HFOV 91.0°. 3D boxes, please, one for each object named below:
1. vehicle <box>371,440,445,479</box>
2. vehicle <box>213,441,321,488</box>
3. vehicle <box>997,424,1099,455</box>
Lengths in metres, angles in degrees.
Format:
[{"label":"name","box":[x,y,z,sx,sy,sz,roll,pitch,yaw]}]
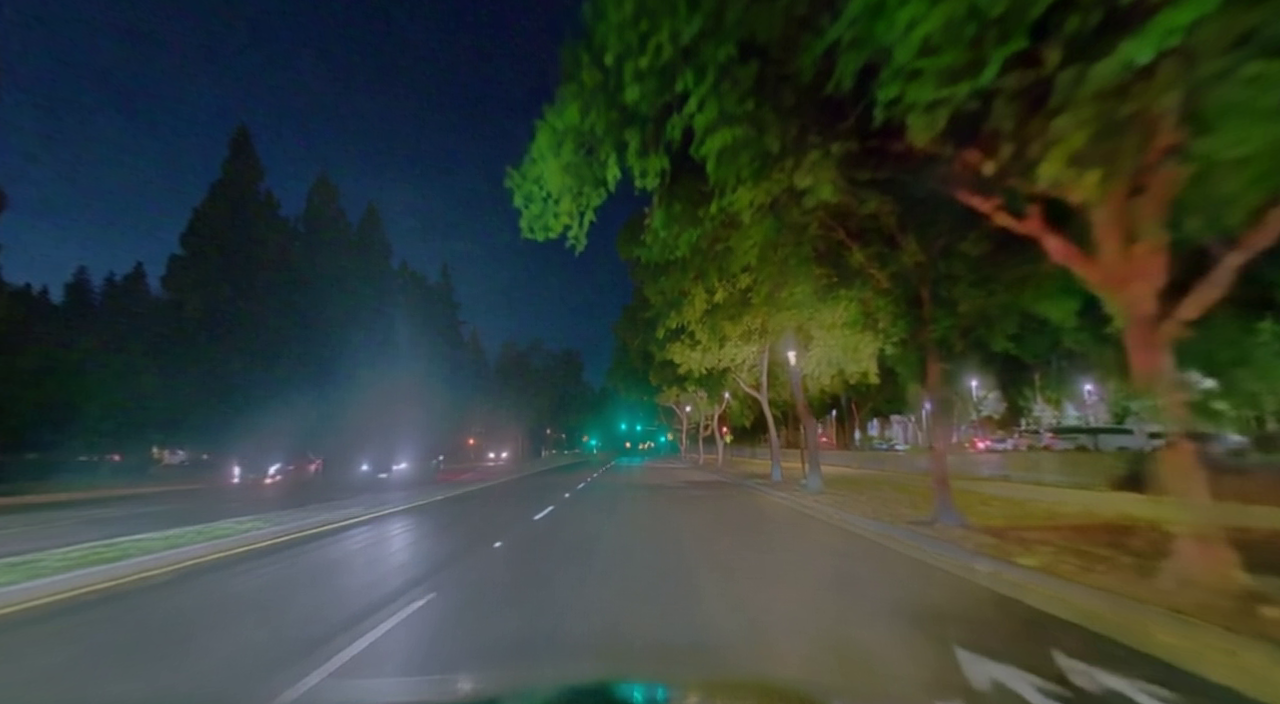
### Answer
[{"label":"vehicle","box":[-11.944,5.558,32.797,2.146,1.847,4.437,0,-9,0]},{"label":"vehicle","box":[-15.367,4.630,26.210,1.938,1.775,4.137,0,-9,0]},{"label":"vehicle","box":[25.303,5.477,39.155,4.814,1.804,1.980,-1,-9,1]}]
